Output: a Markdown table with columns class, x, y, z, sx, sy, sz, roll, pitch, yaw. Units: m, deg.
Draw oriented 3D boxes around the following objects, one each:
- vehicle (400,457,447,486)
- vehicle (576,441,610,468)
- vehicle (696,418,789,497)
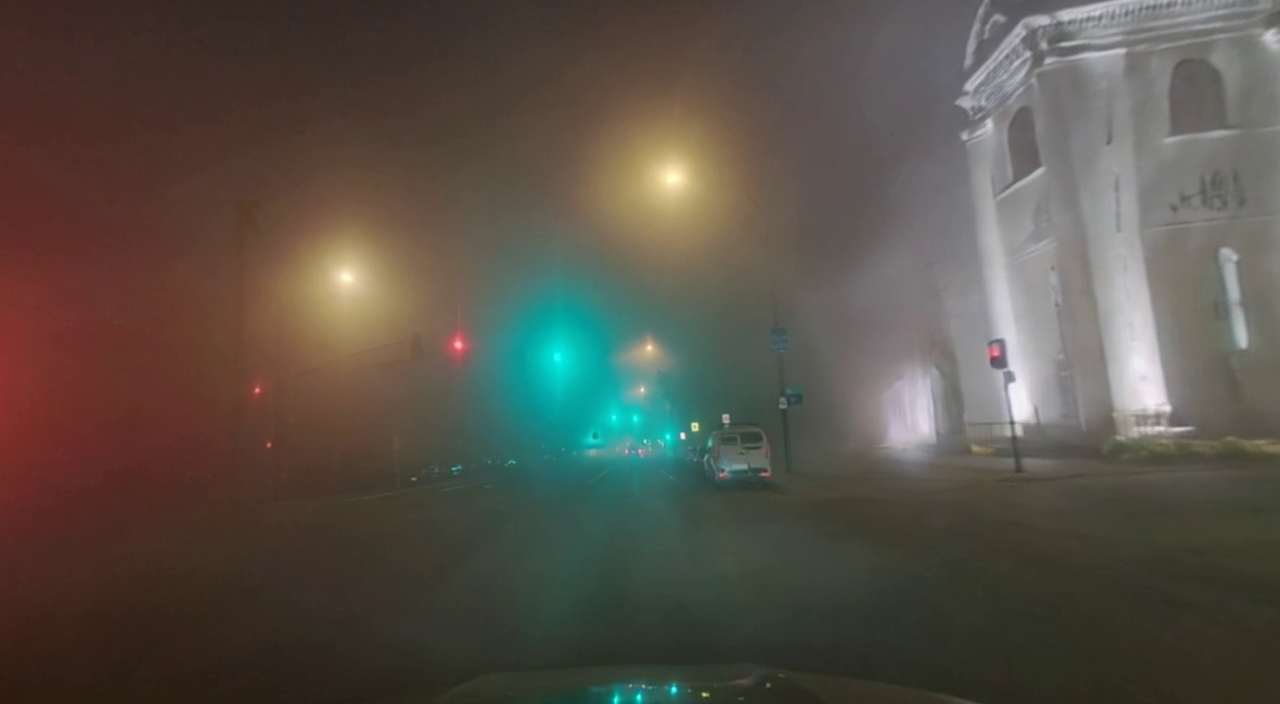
| class | x | y | z | sx | sy | sz | roll | pitch | yaw |
| --- | --- | --- | --- | --- | --- | --- | --- | --- | --- |
| vehicle | -15.440 | 8.541 | 45.352 | 1.978 | 1.819 | 4.477 | 0 | -8 | -3 |
| vehicle | -3.521 | 7.831 | 48.426 | 2.293 | 1.936 | 4.737 | 0 | -8 | 0 |
| vehicle | 2.878 | 3.116 | 18.964 | 2.074 | 2.041 | 5.045 | 0 | -8 | 2 |
